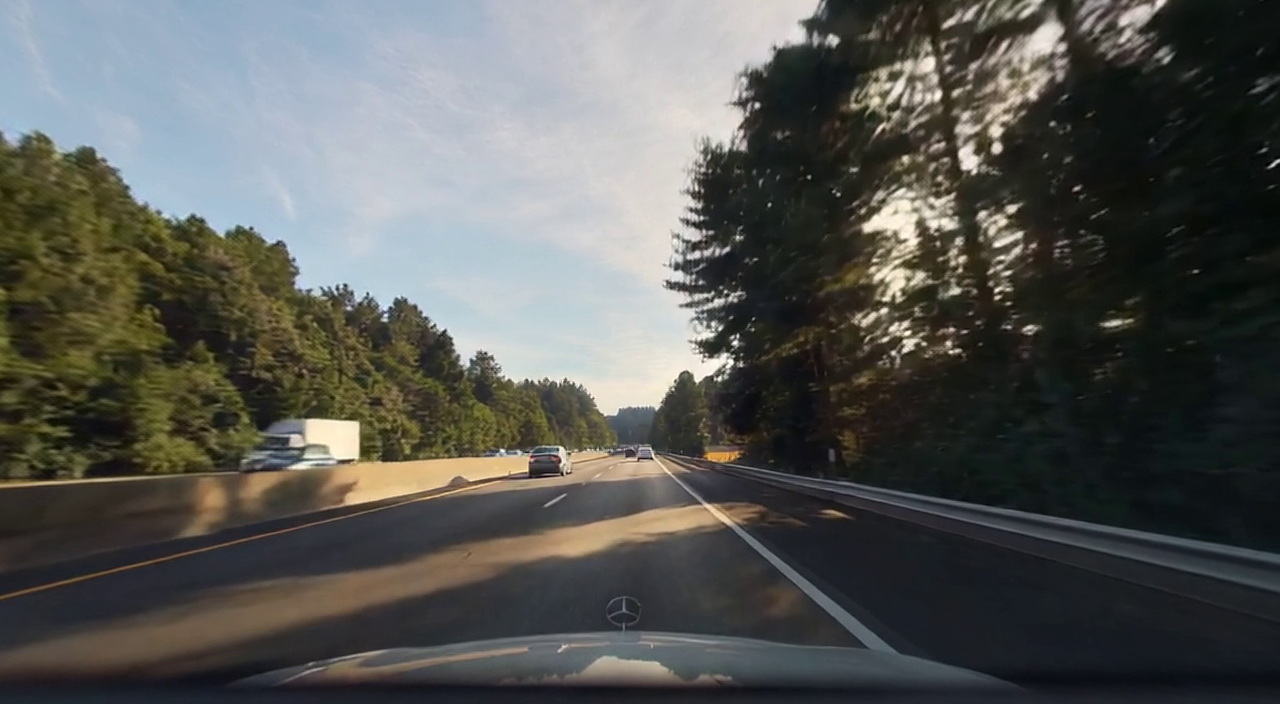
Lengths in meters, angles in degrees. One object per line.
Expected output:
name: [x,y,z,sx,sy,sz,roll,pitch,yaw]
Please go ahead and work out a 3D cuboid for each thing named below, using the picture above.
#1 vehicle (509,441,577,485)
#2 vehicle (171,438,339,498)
vehicle: [-3.953,4.621,26.505,2.095,1.664,4.305,0,-9,1]
vehicle: [-12.877,3.920,21.664,2.276,1.778,5.392,-1,-9,1]
